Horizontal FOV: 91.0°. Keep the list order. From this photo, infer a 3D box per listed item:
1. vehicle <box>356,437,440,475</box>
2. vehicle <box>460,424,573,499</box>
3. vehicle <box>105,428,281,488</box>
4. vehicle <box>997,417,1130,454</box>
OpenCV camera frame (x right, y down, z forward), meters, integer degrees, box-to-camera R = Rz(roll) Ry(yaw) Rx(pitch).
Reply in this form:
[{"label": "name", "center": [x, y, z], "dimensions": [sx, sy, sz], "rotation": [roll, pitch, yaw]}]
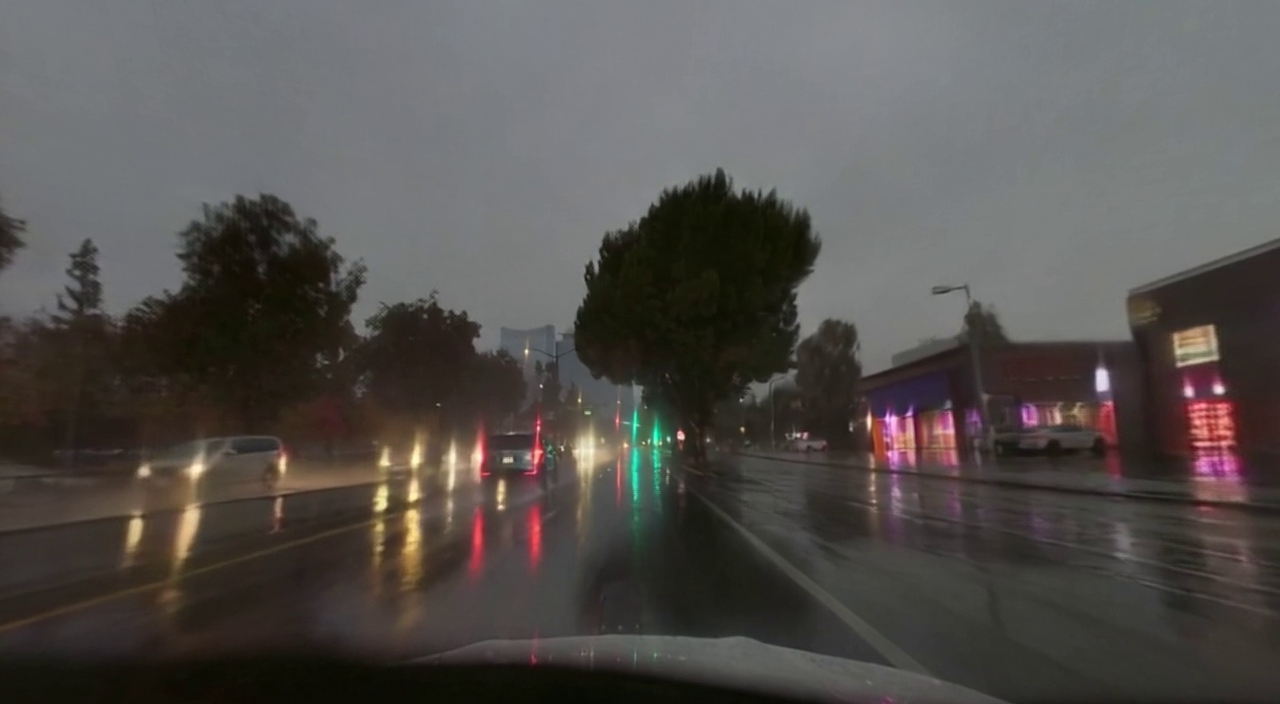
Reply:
[{"label": "vehicle", "center": [-11.457, 4.948, 30.199], "dimensions": [1.988, 1.687, 5.001], "rotation": [0, -8, 0]}, {"label": "vehicle", "center": [-3.262, 3.036, 17.866], "dimensions": [2.065, 1.790, 5.417], "rotation": [0, -8, 1]}, {"label": "vehicle", "center": [-16.448, 3.924, 23.720], "dimensions": [2.226, 1.947, 5.670], "rotation": [-1, -8, 4]}, {"label": "vehicle", "center": [26.055, 5.184, 38.886], "dimensions": [6.324, 1.986, 2.478], "rotation": [-2, -9, 0]}]
